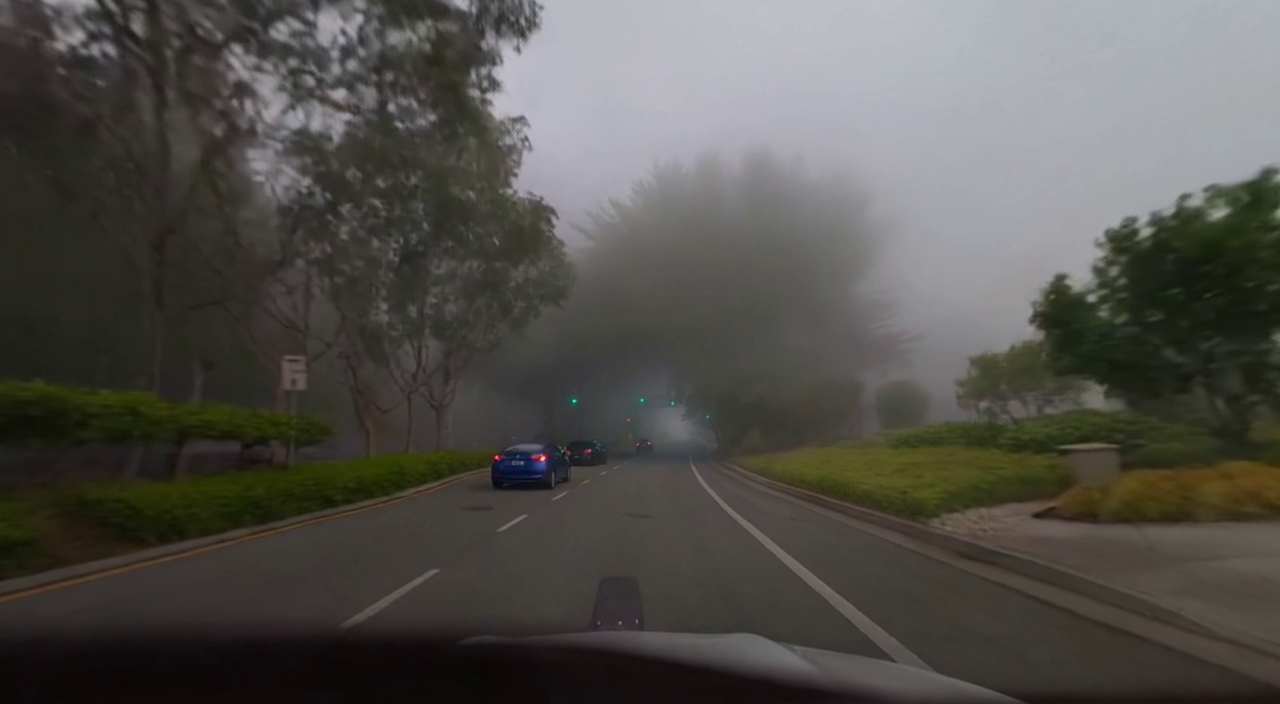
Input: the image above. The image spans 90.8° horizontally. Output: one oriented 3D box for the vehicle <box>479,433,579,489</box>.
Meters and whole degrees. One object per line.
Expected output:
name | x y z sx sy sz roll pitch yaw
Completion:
vehicle | -3.238 3.294 19.490 2.038 1.486 4.678 -1 -8 2
